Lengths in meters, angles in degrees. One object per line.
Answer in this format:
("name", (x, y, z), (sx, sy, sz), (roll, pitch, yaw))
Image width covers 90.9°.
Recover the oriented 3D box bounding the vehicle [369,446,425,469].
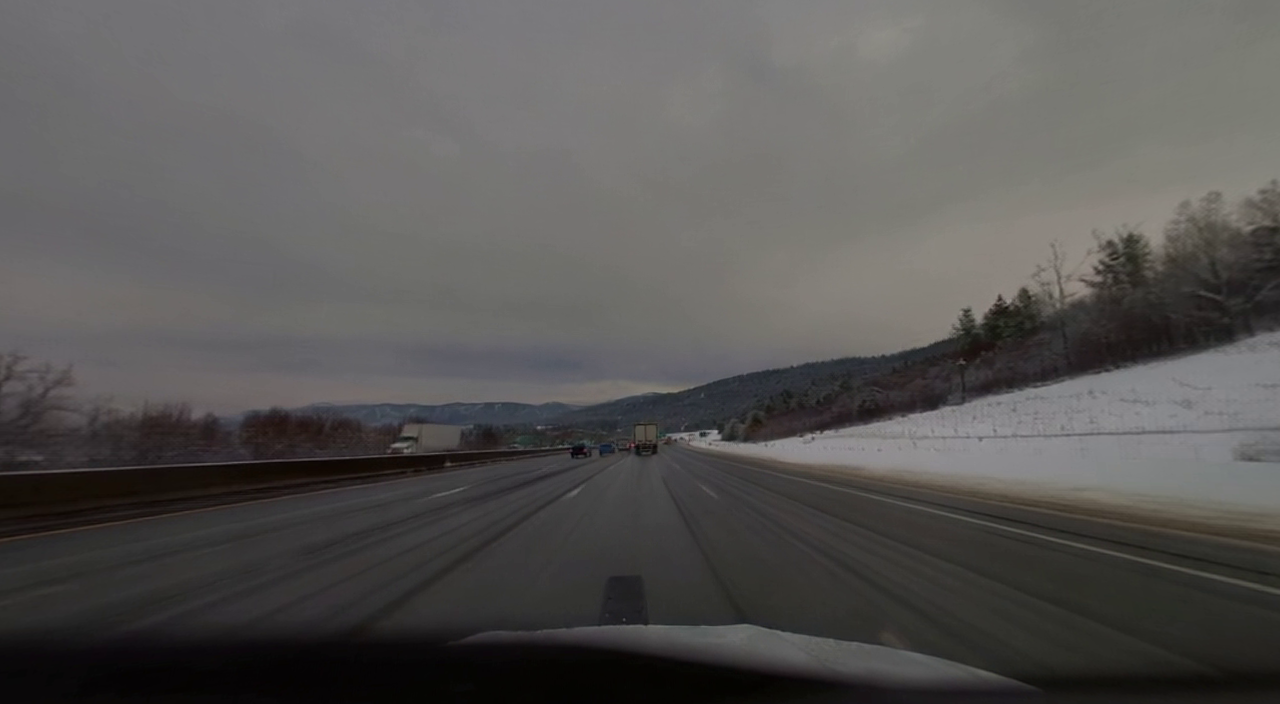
("vehicle", (-16.814, 7.269, 43.872), (1.918, 1.479, 4.792), (0, -8, 1))
